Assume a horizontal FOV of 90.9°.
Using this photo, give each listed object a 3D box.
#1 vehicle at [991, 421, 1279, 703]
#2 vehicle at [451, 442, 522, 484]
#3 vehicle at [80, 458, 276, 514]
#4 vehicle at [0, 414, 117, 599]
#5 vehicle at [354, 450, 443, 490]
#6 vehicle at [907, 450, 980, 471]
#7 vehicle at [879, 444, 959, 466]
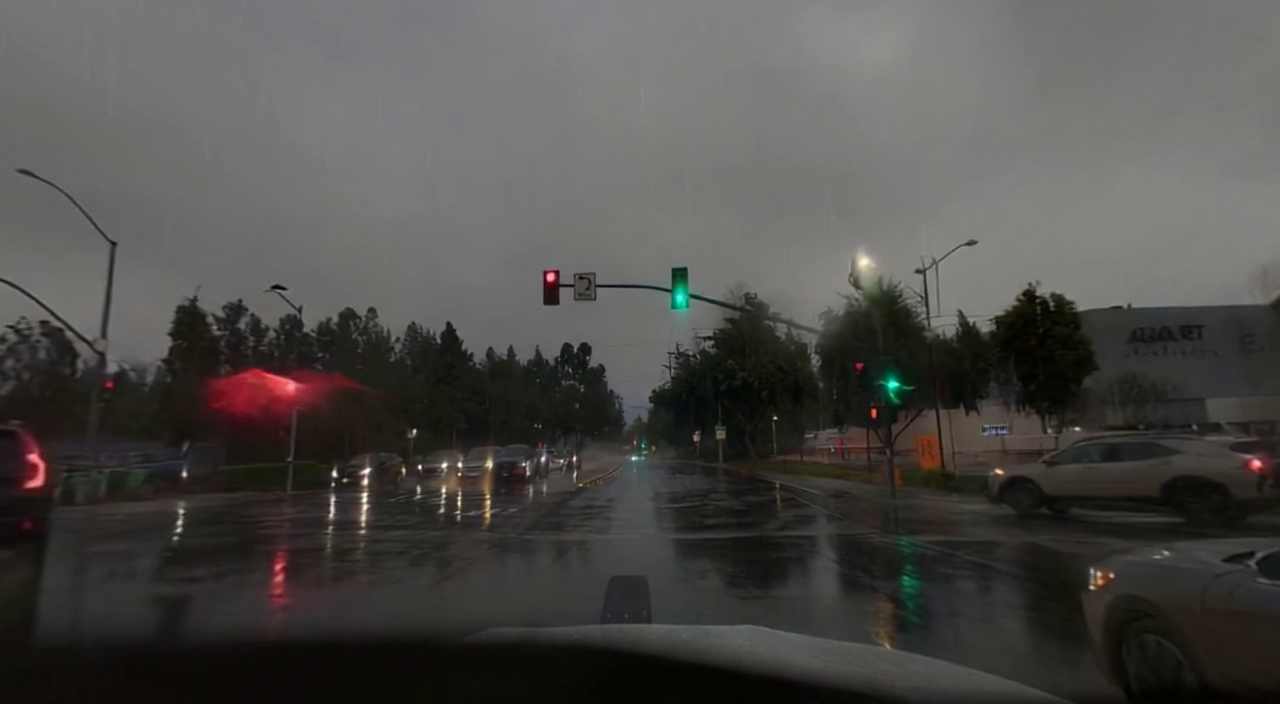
[{"bbox_3d":[3.661,1.040,2.584,1.966,1.490,4.429,0,-8,1],"label":"vehicle"},{"bbox_3d":[-7.132,5.179,29.879,2.081,1.818,4.782,0,-8,1],"label":"vehicle"},{"bbox_3d":[-15.098,4.337,20.933,2.011,1.480,4.747,-5,-10,29],"label":"vehicle"},{"bbox_3d":[-8.229,1.732,7.750,2.000,1.789,4.638,5,-10,-31],"label":"vehicle"},{"bbox_3d":[-10.599,5.210,28.152,2.041,1.548,4.868,0,-8,0],"label":"vehicle"},{"bbox_3d":[20.620,7.381,42.900,4.120,1.340,1.654,-1,-8,5],"label":"vehicle"},{"bbox_3d":[20.937,7.764,47.382,5.037,1.533,1.901,-1,-9,2],"label":"vehicle"}]
